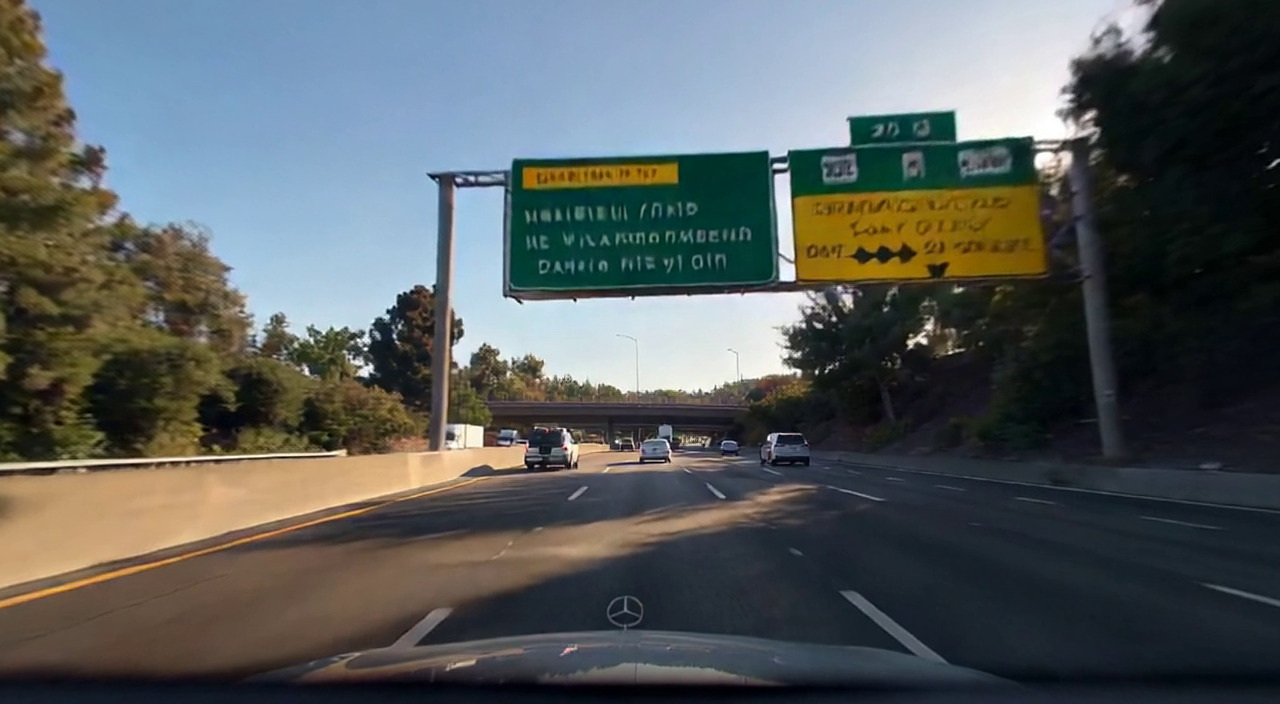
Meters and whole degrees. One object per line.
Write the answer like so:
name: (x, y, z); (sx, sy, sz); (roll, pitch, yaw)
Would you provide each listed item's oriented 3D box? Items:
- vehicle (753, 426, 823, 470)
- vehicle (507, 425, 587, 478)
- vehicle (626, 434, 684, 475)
vehicle: (6.960, 4.593, 30.308); (2.094, 1.916, 5.099); (0, -8, 0)
vehicle: (-3.230, 3.575, 22.826); (2.140, 1.720, 4.410); (0, -8, 1)
vehicle: (0.550, 4.001, 24.817); (2.071, 1.464, 4.162); (0, -8, 1)
